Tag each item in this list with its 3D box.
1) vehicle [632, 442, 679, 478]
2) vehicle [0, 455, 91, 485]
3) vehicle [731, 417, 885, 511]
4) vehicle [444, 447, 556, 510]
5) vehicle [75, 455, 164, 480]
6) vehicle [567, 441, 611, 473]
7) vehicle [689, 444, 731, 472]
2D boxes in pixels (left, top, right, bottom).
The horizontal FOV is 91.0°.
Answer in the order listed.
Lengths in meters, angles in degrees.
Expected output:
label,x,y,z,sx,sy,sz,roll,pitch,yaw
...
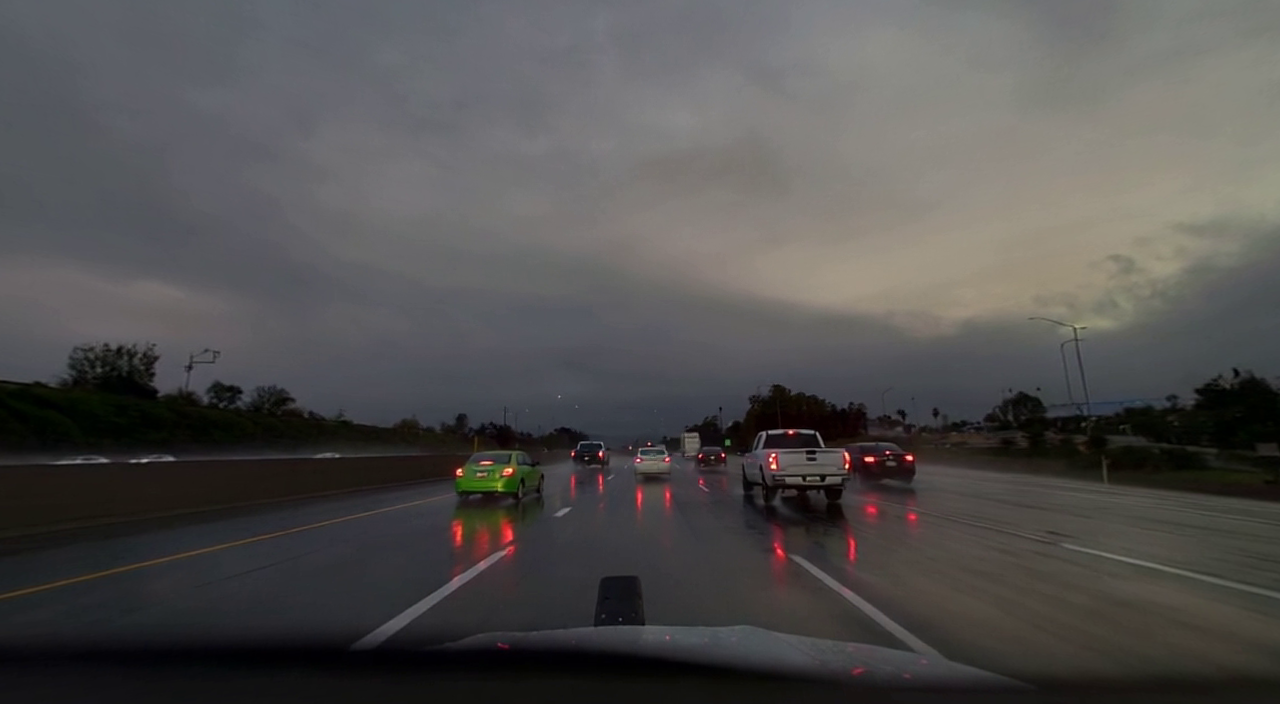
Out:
label,x,y,z,sx,sy,sz,roll,pitch,yaw
vehicle,0.716,5.210,30.586,2.147,1.572,4.094,0,-9,0
vehicle,-41.879,8.137,43.806,2.088,1.814,5.735,0,-9,1
vehicle,3.921,2.765,16.011,2.340,1.925,5.529,0,-9,0
vehicle,-3.564,3.287,16.884,1.947,1.424,4.264,0,-9,1
vehicle,-37.724,8.386,45.844,1.903,1.606,5.214,0,-9,1
vehicle,-3.076,6.478,39.090,2.176,1.783,4.799,0,-9,1
vehicle,4.404,6.745,40.378,2.145,1.636,4.437,0,-9,0
